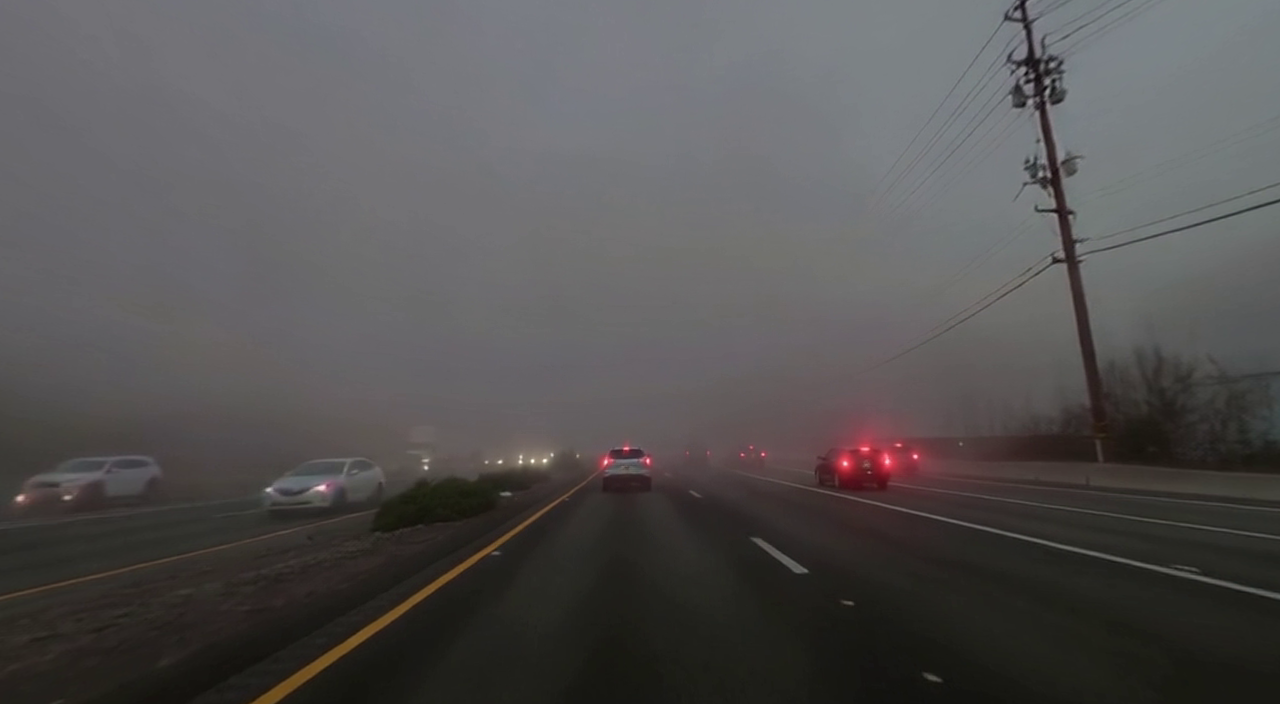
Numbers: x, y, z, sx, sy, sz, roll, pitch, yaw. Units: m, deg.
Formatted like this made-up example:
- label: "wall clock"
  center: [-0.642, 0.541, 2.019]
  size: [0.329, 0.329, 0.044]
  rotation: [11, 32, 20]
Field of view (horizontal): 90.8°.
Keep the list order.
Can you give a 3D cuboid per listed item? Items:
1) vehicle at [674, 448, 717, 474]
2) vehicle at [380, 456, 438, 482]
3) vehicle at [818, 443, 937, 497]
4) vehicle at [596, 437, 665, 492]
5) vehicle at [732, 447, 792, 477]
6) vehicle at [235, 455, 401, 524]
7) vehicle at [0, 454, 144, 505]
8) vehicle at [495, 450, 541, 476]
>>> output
- label: "vehicle"
  center: [3.297, 6.578, 38.402]
  size: [2.115, 1.481, 3.968]
  rotation: [0, -9, -2]
- label: "vehicle"
  center: [-14.876, 7.570, 41.046]
  size: [1.924, 1.472, 4.767]
  rotation: [0, -9, 1]
- label: "vehicle"
  center: [7.159, 3.573, 19.593]
  size: [1.958, 1.473, 4.201]
  rotation: [0, -9, -2]
- label: "vehicle"
  center: [-0.356, 4.117, 23.464]
  size: [2.298, 1.809, 4.359]
  rotation: [0, -9, -1]
- label: "vehicle"
  center: [6.288, 5.707, 33.110]
  size: [1.934, 1.461, 4.368]
  rotation: [1, -9, -5]
- label: "vehicle"
  center: [-8.164, 3.492, 16.605]
  size: [1.937, 1.477, 4.561]
  rotation: [0, -9, 0]
- label: "vehicle"
  center: [-21.814, 4.827, 24.307]
  size: [1.889, 1.708, 4.301]
  rotation: [0, -9, 0]
- label: "vehicle"
  center: [-8.261, 7.543, 43.076]
  size: [2.069, 1.613, 4.660]
  rotation: [0, -9, 2]
